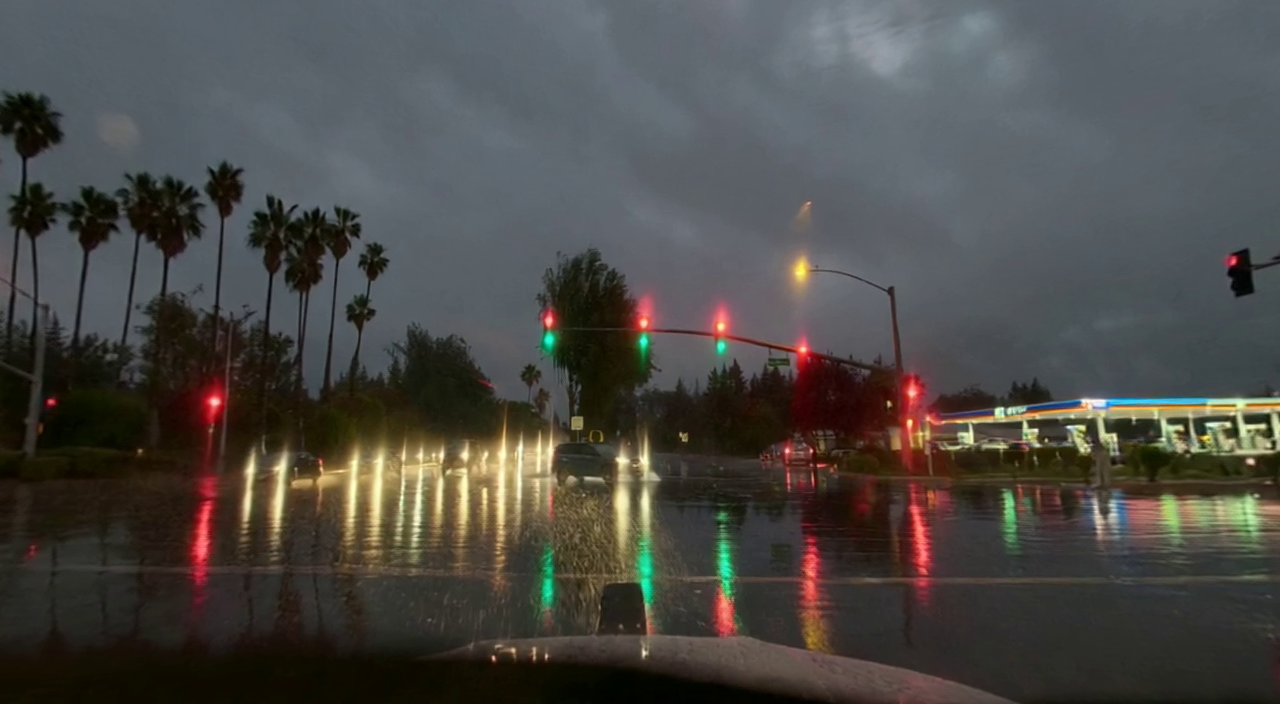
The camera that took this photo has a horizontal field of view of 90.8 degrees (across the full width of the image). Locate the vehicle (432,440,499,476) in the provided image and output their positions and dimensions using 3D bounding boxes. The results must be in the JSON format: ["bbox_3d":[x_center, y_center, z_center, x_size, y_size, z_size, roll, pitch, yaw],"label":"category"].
[{"bbox_3d":[-8.663,5.307,31.831,2.156,1.662,4.186,0,-9,0],"label":"vehicle"}]

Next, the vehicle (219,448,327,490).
[{"bbox_3d":[-15.291,4.859,26.643,1.956,1.611,4.359,0,-9,0],"label":"vehicle"}]

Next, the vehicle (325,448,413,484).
[{"bbox_3d":[-11.930,5.012,28.201,1.966,1.455,4.493,0,-9,0],"label":"vehicle"}]

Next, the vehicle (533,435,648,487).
[{"bbox_3d":[-1.927,3.879,22.843,2.138,1.651,4.938,5,-10,-31],"label":"vehicle"}]

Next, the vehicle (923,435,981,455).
[{"bbox_3d":[22.529,6.758,45.666,3.356,1.395,1.559,0,-9,-1],"label":"vehicle"}]

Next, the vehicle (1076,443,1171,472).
[{"bbox_3d":[24.255,5.292,31.745,3.474,1.376,1.538,0,-9,-2],"label":"vehicle"}]

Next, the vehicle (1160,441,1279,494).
[{"bbox_3d":[18.815,3.407,18.820,5.015,1.446,1.862,0,-9,-3],"label":"vehicle"}]

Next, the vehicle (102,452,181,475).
[{"bbox_3d":[-35.248,7.879,44.836,1.886,1.523,4.581,0,-9,-1],"label":"vehicle"}]
